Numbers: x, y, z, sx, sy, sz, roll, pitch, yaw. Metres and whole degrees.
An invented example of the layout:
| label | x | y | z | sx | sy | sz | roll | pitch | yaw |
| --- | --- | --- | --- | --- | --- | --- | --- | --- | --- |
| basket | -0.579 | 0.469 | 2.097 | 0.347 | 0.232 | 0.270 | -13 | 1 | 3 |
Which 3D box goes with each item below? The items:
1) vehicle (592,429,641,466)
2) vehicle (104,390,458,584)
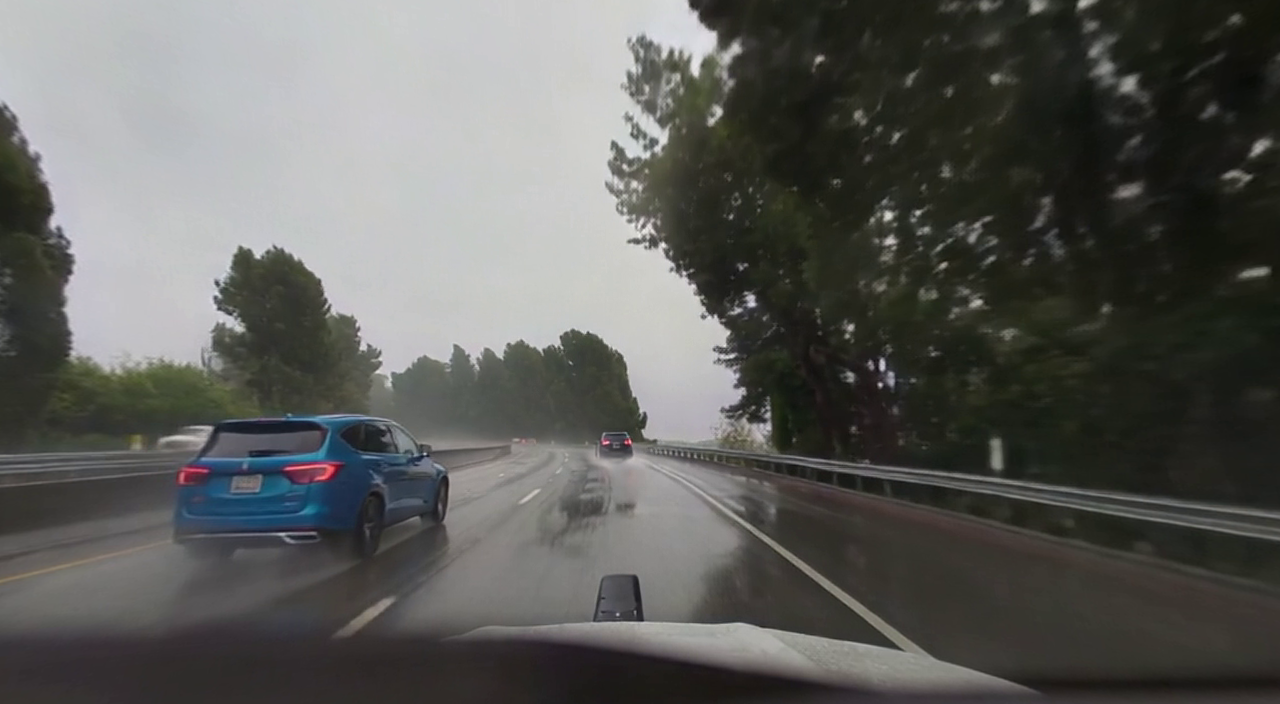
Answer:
| label | x | y | z | sx | sy | sz | roll | pitch | yaw |
| --- | --- | --- | --- | --- | --- | --- | --- | --- | --- |
| vehicle | -1.347 | 5.071 | 33.691 | 2.452 | 1.857 | 4.022 | 0 | -8 | -4 |
| vehicle | -4.167 | 1.626 | 8.543 | 2.053 | 1.847 | 4.760 | 0 | -8 | -1 |
